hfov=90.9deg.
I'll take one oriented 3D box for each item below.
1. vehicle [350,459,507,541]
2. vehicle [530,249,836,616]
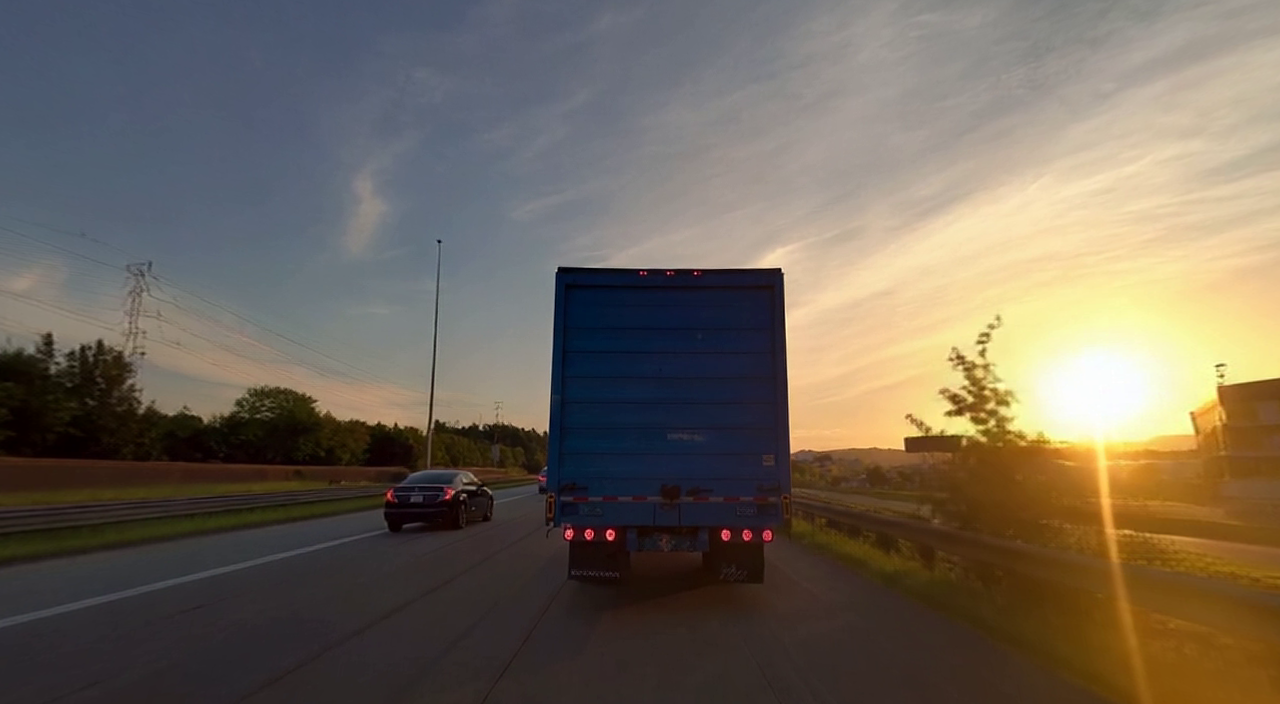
[{"bbox_3d":[-4.401,3.162,13.951,1.891,1.469,4.431,1,-11,0],"label":"vehicle"},{"bbox_3d":[0.616,1.482,10.443,2.831,3.529,8.689,0,-11,3],"label":"vehicle"}]
